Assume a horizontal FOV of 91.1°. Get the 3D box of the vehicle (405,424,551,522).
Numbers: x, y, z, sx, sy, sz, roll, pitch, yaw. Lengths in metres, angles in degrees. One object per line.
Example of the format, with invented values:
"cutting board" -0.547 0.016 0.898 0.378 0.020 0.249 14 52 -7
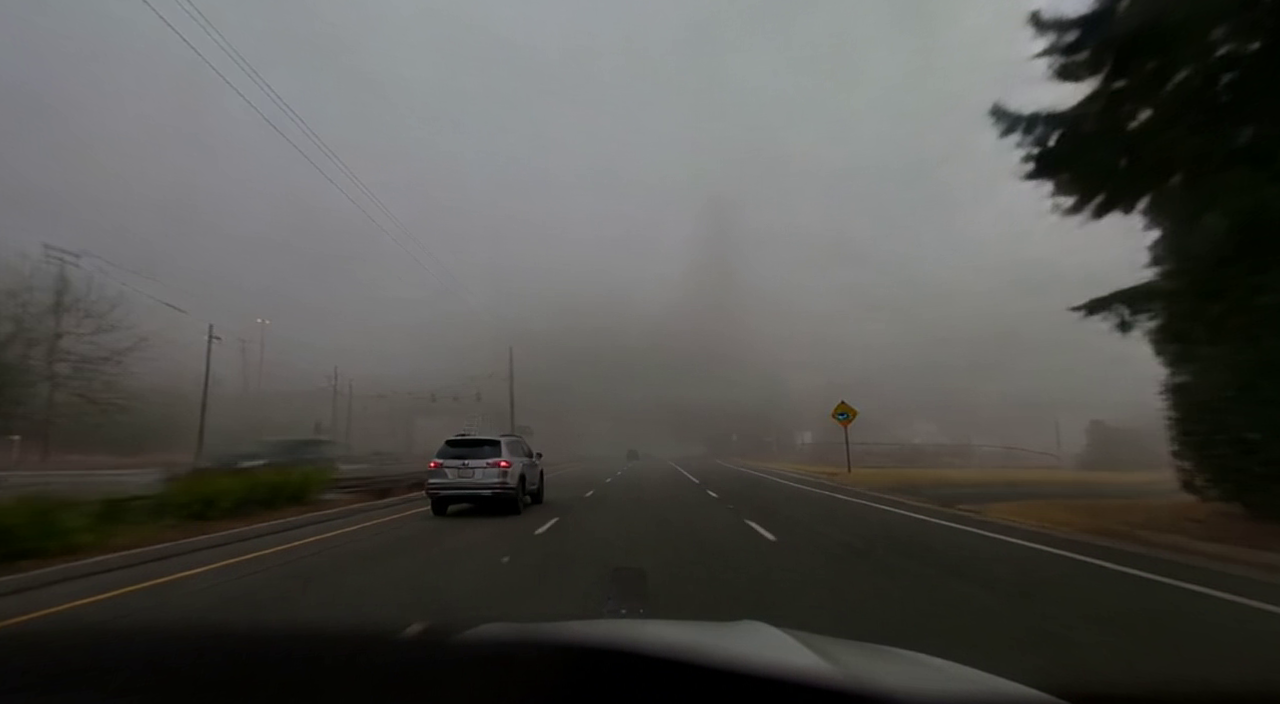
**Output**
"vehicle" -3.180 2.493 13.346 1.882 1.704 4.335 -1 -9 1
